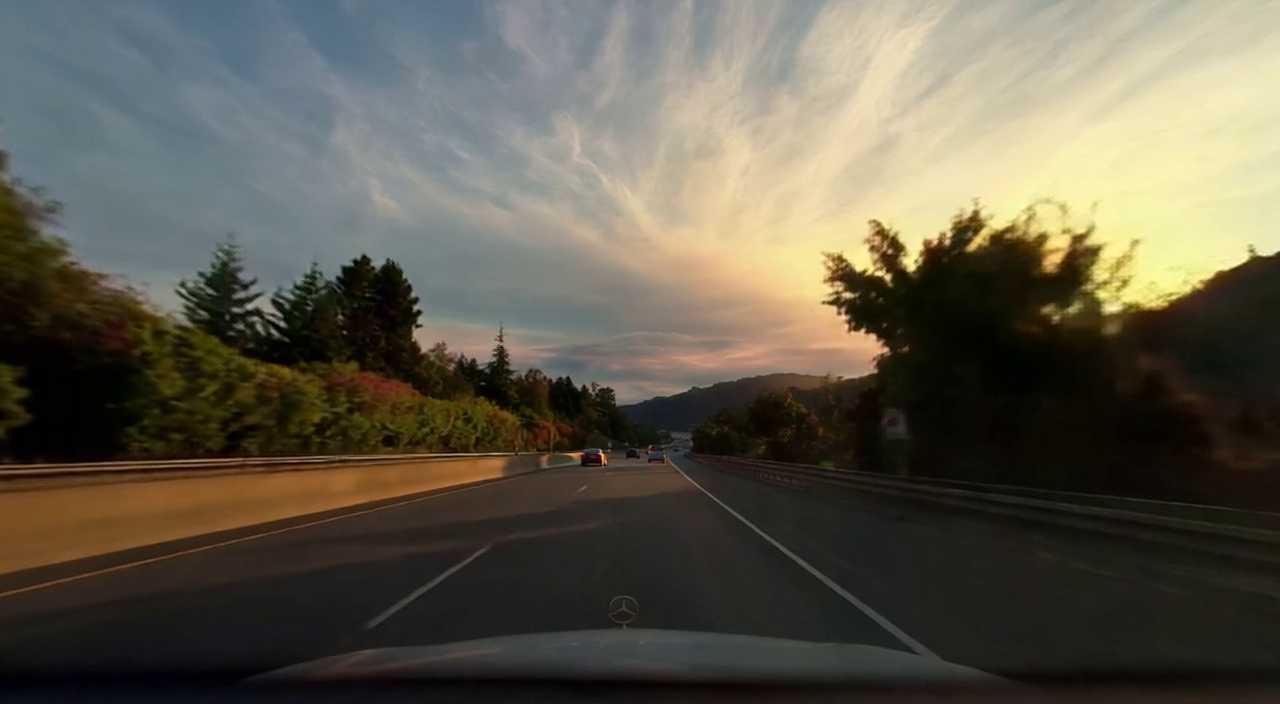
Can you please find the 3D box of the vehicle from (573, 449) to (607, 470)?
[{"bbox_3d":[-3.564,7.726,45.314,2.033,1.449,3.957,0,-9,1],"label":"vehicle"}]
